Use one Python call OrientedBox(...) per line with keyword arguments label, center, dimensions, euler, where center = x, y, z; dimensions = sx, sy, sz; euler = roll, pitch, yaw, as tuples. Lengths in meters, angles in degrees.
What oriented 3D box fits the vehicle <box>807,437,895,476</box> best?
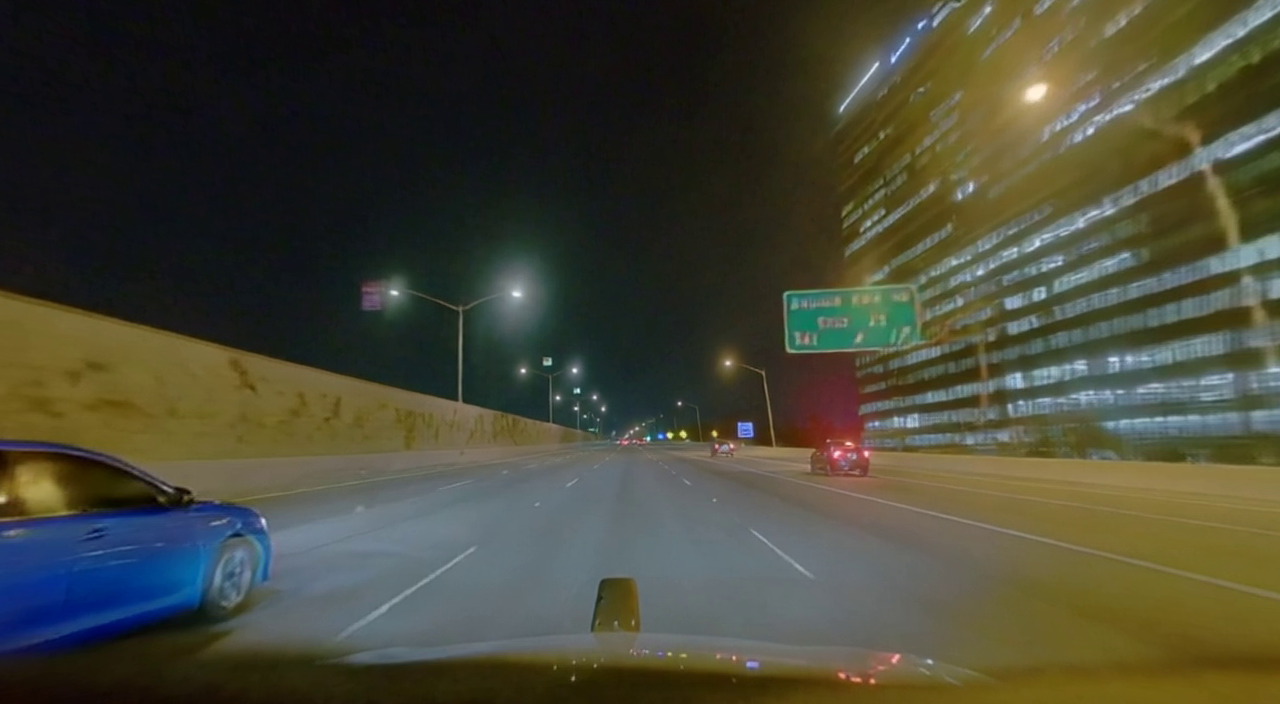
OrientedBox(label="vehicle", center=(9.716, 4.848, 29.650), dimensions=(2.165, 1.636, 5.175), euler=(1, -8, -3))
